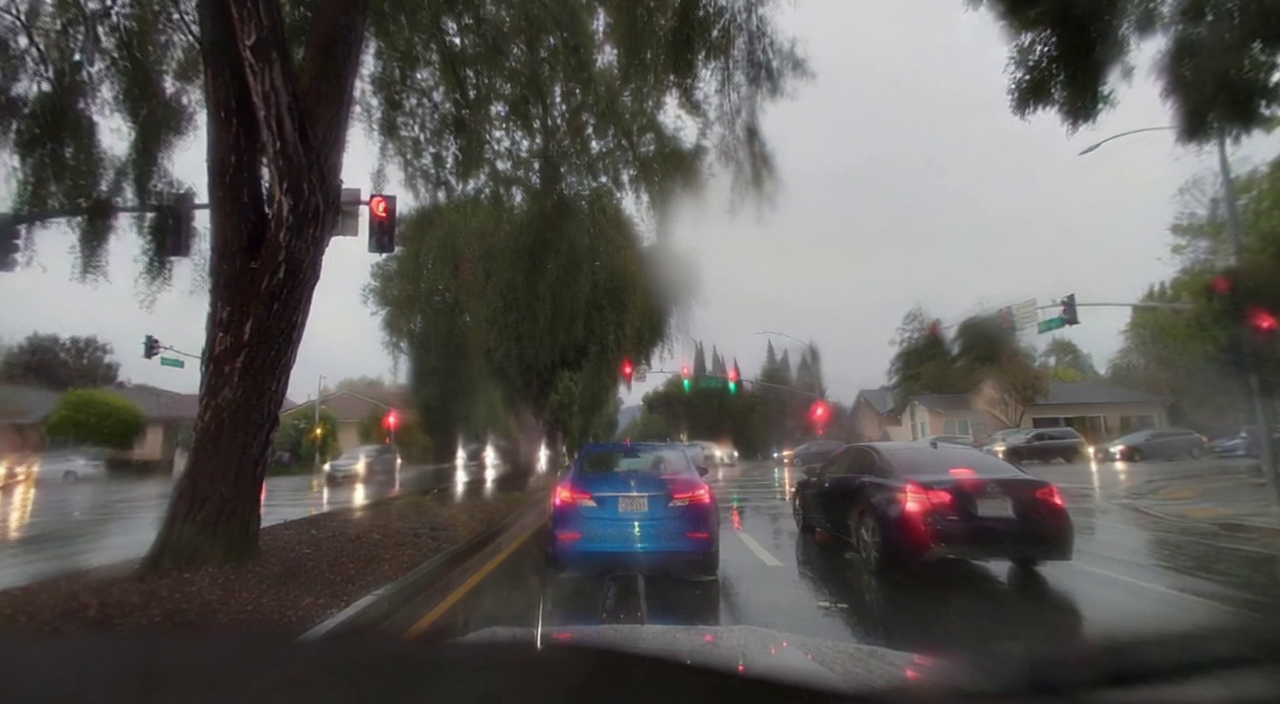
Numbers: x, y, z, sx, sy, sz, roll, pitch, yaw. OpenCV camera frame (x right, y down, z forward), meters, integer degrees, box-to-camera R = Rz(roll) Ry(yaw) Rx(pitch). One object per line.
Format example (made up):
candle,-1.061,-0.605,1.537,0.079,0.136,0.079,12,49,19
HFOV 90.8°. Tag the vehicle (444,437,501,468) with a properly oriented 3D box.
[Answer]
vehicle,-10.973,6.634,41.822,2.376,1.916,4.899,0,-8,0

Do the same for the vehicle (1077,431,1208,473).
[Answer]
vehicle,23.992,4.773,30.299,4.520,1.762,2.005,-2,-8,-1

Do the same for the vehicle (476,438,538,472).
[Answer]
vehicle,-7.421,5.787,35.779,2.383,1.779,4.973,0,-8,1

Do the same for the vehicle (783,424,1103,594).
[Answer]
vehicle,3.187,1.715,7.771,1.913,1.505,4.097,0,-8,0

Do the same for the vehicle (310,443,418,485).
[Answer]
vehicle,-11.314,4.622,26.413,2.102,1.531,5.072,-1,-8,2

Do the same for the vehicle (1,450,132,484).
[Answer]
vehicle,-28.113,5.610,31.055,4.538,1.591,1.949,0,-8,1

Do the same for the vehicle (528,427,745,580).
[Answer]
vehicle,-0.054,1.783,8.254,2.103,1.478,4.073,0,-8,-1

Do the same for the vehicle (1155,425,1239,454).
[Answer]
vehicle,41.712,6.579,47.343,4.388,2.079,1.960,0,-8,-2
